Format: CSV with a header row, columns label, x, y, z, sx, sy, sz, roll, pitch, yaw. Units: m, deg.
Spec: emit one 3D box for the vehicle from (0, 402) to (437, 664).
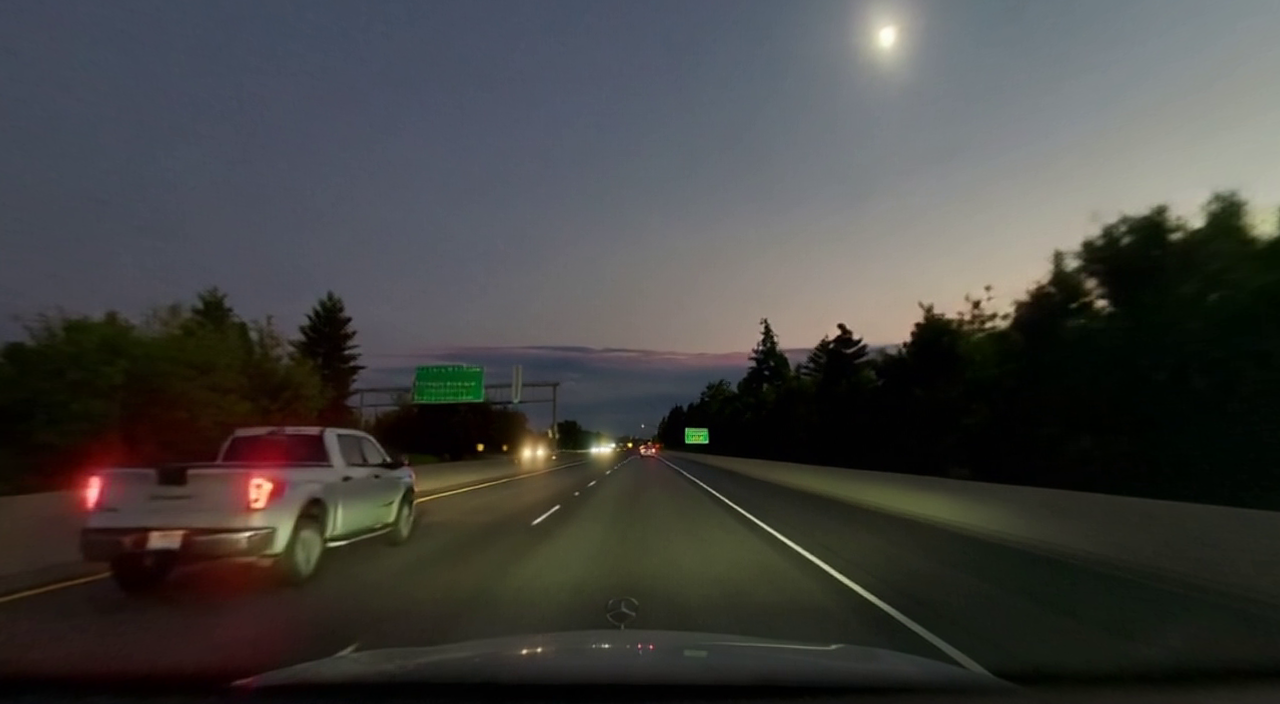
label,x,y,z,sx,sy,sz,roll,pitch,yaw
vehicle,-3.625,1.438,6.036,2.009,1.638,3.968,0,-9,0
